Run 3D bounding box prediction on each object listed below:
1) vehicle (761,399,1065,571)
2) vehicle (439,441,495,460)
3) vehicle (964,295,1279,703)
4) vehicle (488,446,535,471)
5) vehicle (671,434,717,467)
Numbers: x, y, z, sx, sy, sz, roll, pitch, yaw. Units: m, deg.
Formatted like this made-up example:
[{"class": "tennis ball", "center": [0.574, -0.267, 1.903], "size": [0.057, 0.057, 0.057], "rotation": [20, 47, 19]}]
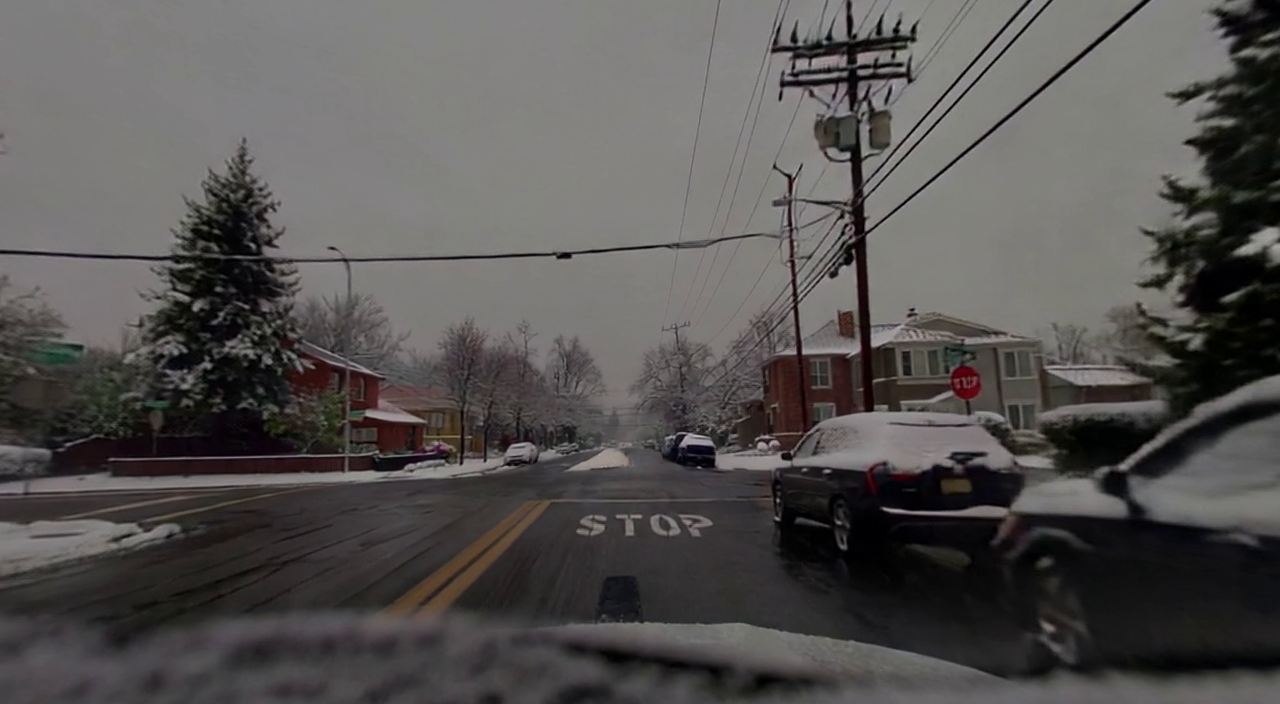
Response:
[{"class": "vehicle", "center": [3.165, 1.654, 8.567], "size": [2.035, 1.708, 4.355], "rotation": [0, -9, -2]}, {"class": "vehicle", "center": [-13.612, 7.781, 49.872], "size": [3.905, 1.480, 1.892], "rotation": [0, -9, -2]}, {"class": "vehicle", "center": [3.192, 0.681, 2.032], "size": [1.993, 1.778, 4.311], "rotation": [0, -9, 0]}, {"class": "vehicle", "center": [-7.369, 6.125, 36.566], "size": [1.926, 1.307, 3.909], "rotation": [0, -8, 0]}, {"class": "vehicle", "center": [2.951, 5.507, 35.422], "size": [2.114, 1.708, 4.474], "rotation": [0, -8, -1]}]
